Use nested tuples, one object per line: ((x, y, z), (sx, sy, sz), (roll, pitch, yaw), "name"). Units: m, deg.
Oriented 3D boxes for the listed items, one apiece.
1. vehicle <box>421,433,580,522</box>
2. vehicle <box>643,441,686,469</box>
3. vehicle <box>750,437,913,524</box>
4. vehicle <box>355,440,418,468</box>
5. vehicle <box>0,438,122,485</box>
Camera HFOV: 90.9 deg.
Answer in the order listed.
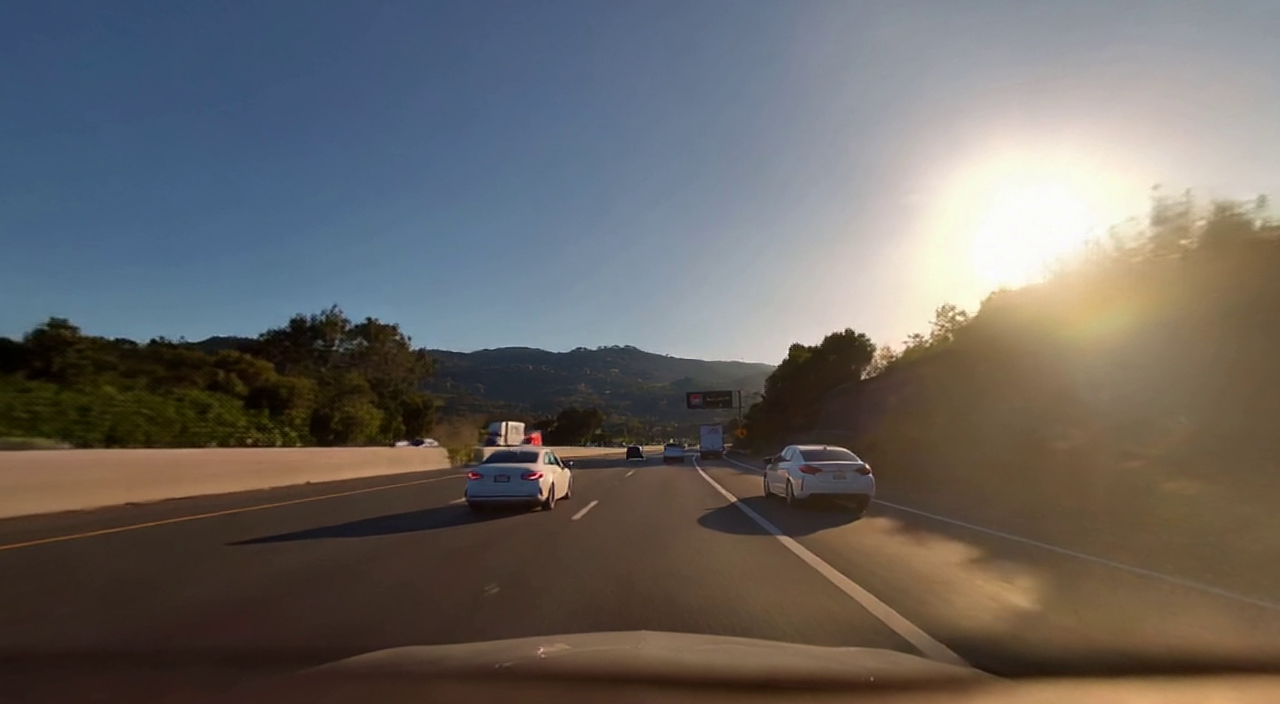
((-2.614, 2.499, 13.180), (2.031, 1.491, 4.792), (-1, -8, 2), "vehicle")
((1.369, 5.669, 34.853), (2.202, 1.467, 3.929), (-1, -9, 3), "vehicle")
((3.653, 2.527, 12.976), (2.013, 1.464, 4.317), (0, -9, 1), "vehicle")
((-14.946, 6.011, 37.423), (1.908, 1.527, 4.242), (0, -8, 2), "vehicle")
((-22.348, 3.987, 23.367), (2.205, 1.567, 4.772), (0, -8, 1), "vehicle")
